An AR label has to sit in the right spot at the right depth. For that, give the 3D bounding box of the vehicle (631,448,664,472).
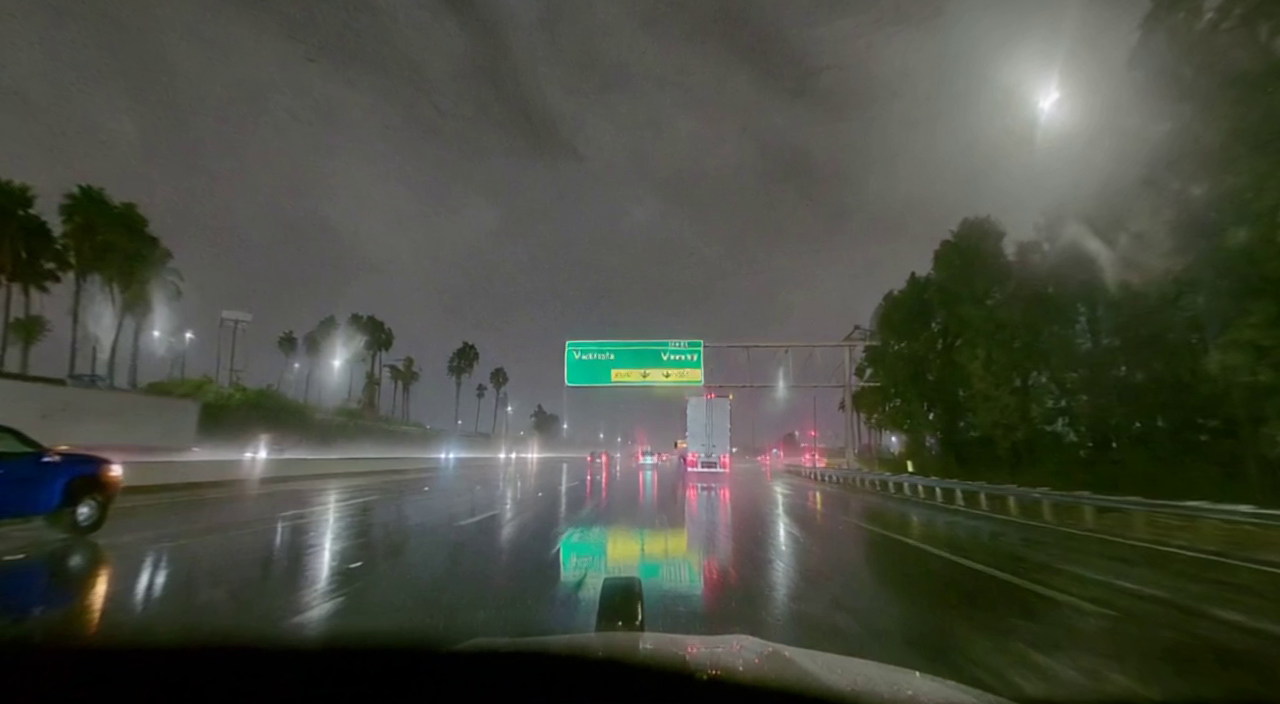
[{"bbox_3d":[0.576,7.935,46.488,2.287,1.689,4.307,0,-9,3],"label":"vehicle"}]

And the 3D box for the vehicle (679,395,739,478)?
[{"bbox_3d":[4.017,5.431,40.121,2.891,4.123,16.415,1,-8,3],"label":"vehicle"}]

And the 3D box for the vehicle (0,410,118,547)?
[{"bbox_3d":[-9.288,1.486,7.190,2.264,1.728,4.940,0,-9,2],"label":"vehicle"}]

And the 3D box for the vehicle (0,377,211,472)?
[{"bbox_3d":[-32.784,4.421,36.634,3.050,4.632,16.557,-1,-9,4],"label":"vehicle"}]
